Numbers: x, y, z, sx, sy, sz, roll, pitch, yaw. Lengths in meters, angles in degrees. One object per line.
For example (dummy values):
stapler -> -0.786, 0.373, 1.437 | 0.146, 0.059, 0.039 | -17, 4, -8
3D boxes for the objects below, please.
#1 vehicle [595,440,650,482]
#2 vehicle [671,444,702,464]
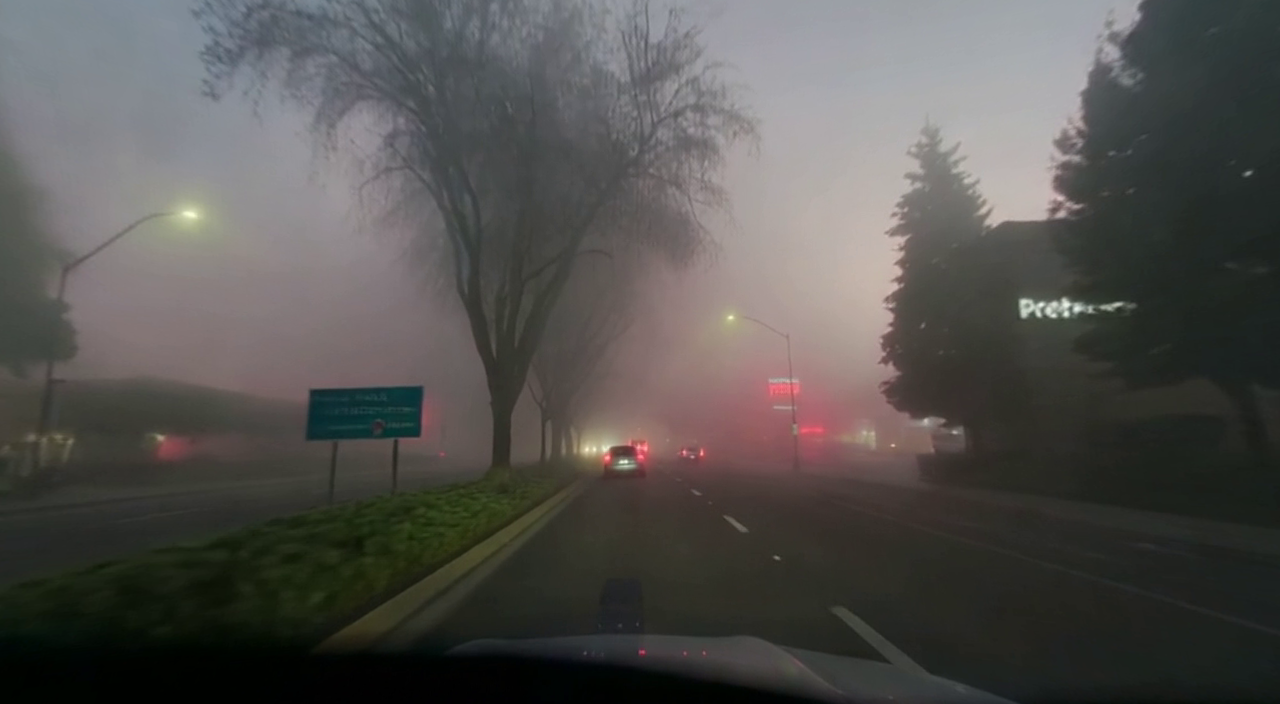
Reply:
vehicle -> -0.633, 4.212, 24.677 | 2.006, 1.487, 3.535 | 0, -9, 0
vehicle -> 3.551, 7.899, 48.970 | 1.910, 1.474, 4.003 | 0, -9, -2
